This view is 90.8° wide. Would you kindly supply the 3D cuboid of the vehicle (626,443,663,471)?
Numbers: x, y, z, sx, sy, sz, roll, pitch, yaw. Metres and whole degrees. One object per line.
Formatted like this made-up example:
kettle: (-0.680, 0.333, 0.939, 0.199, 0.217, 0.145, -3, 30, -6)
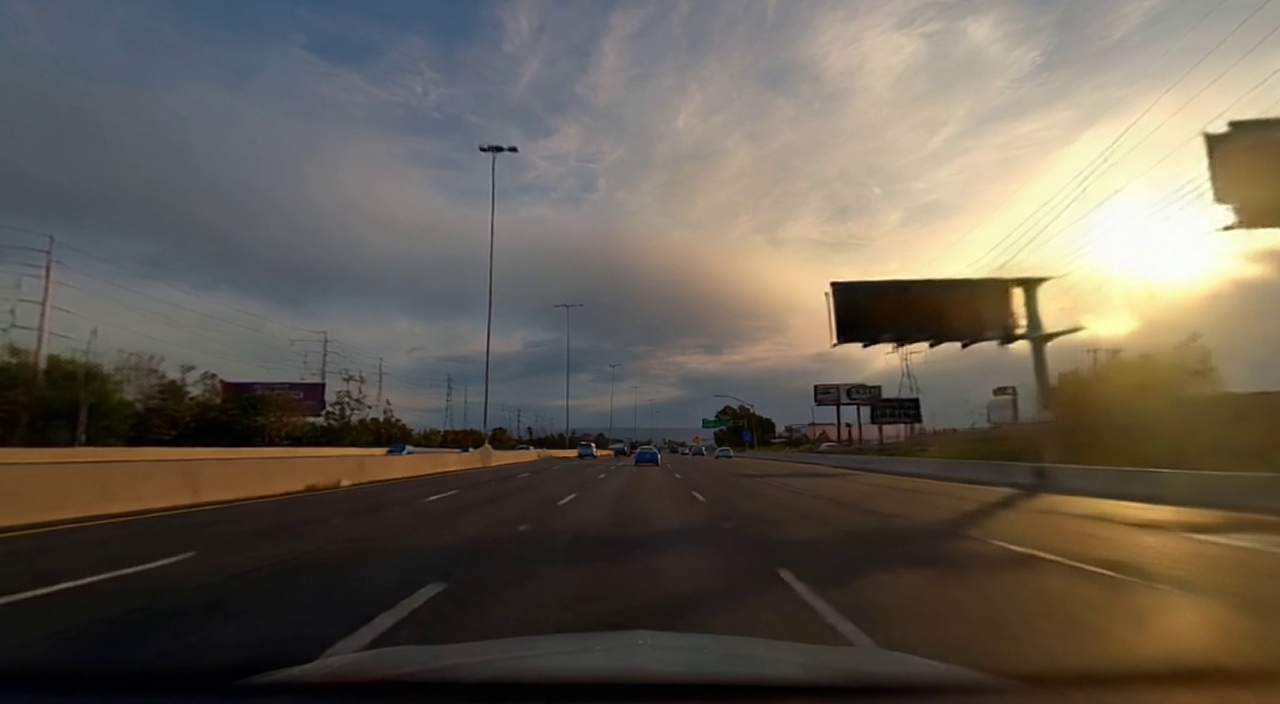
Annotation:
vehicle: (0.280, 6.304, 37.960, 2.074, 1.574, 3.971, 0, -9, 1)
